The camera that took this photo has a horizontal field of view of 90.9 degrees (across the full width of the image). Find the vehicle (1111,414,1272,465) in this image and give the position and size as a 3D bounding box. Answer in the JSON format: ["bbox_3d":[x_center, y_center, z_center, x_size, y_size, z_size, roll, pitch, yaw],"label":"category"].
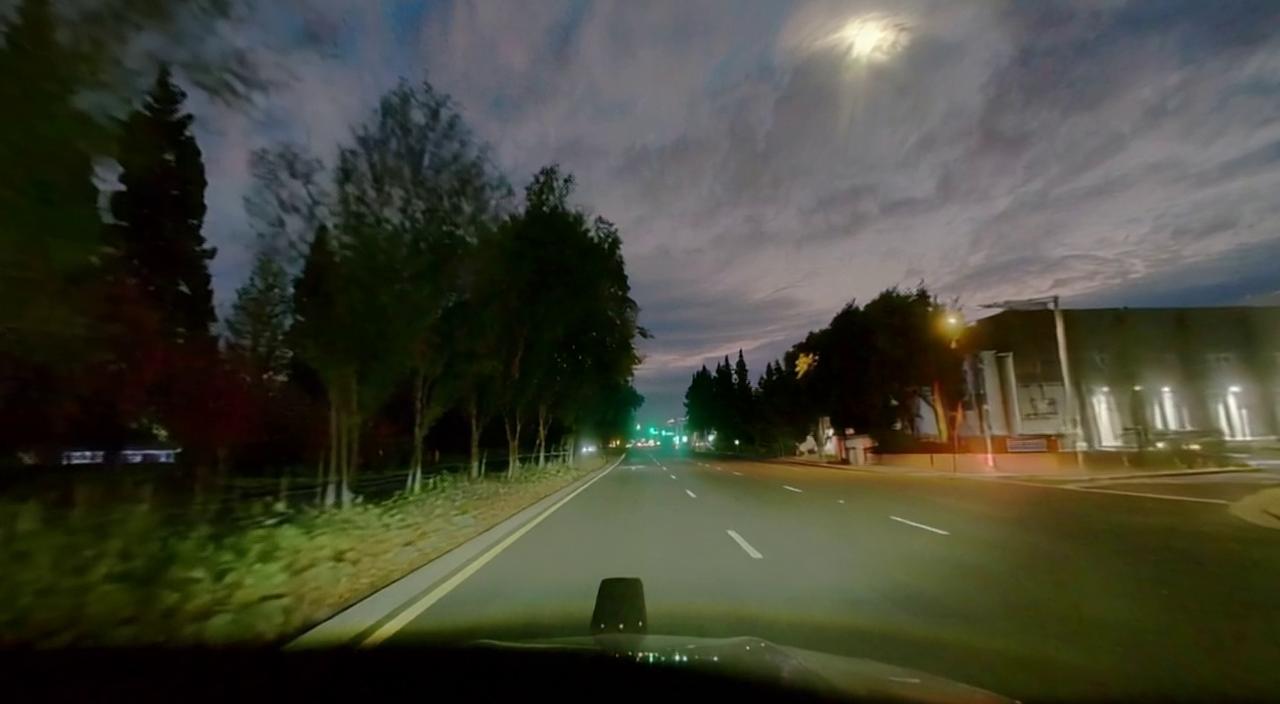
[{"bbox_3d":[27.394,4.431,31.741,2.186,2.298,5.989,1,-8,-7],"label":"vehicle"}]
